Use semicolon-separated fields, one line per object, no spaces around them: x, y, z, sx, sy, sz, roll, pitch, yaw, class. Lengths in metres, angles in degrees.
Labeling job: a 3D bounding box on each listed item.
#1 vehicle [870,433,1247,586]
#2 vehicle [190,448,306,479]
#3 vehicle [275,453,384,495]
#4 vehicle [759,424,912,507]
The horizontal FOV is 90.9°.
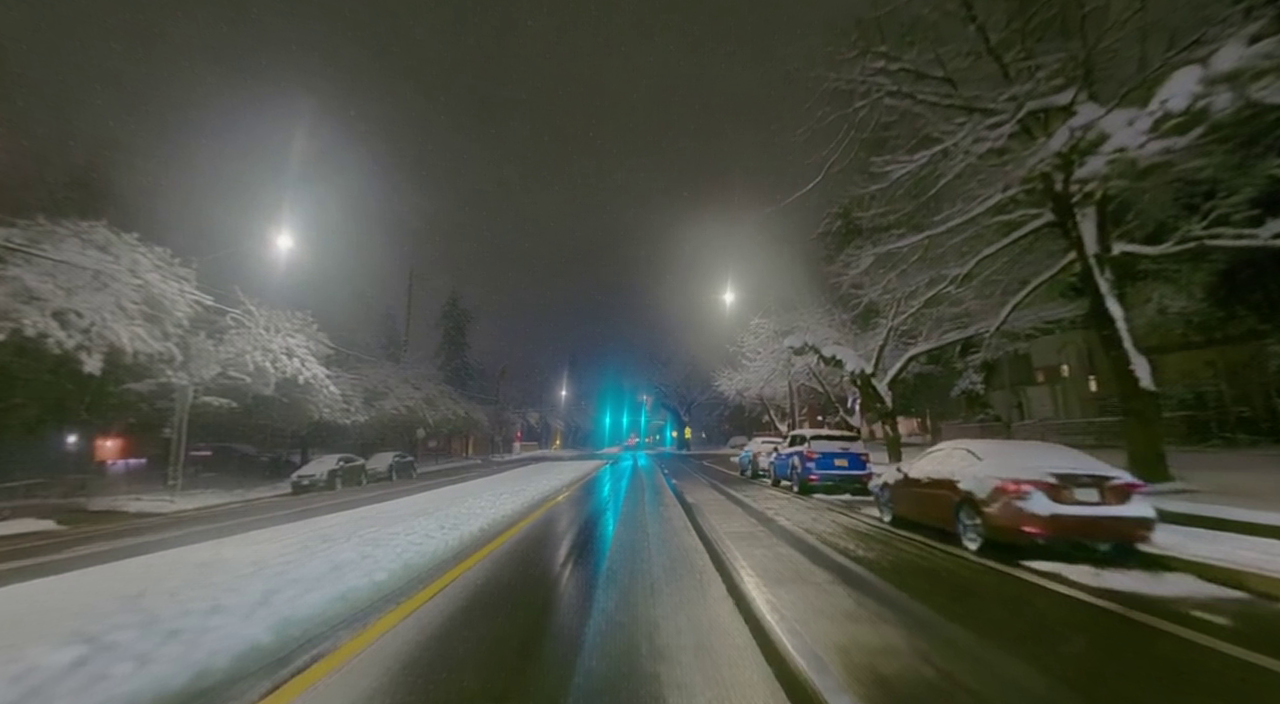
4.837;1.823;8.356;1.928;1.431;4.570;0;-8;1;vehicle
-20.848;5.944;33.691;4.715;1.560;2.131;0;-9;-1;vehicle
-12.526;4.936;25.853;1.983;1.513;4.662;0;-9;2;vehicle
4.748;2.821;16.360;2.218;1.789;5.146;0;-8;-1;vehicle
